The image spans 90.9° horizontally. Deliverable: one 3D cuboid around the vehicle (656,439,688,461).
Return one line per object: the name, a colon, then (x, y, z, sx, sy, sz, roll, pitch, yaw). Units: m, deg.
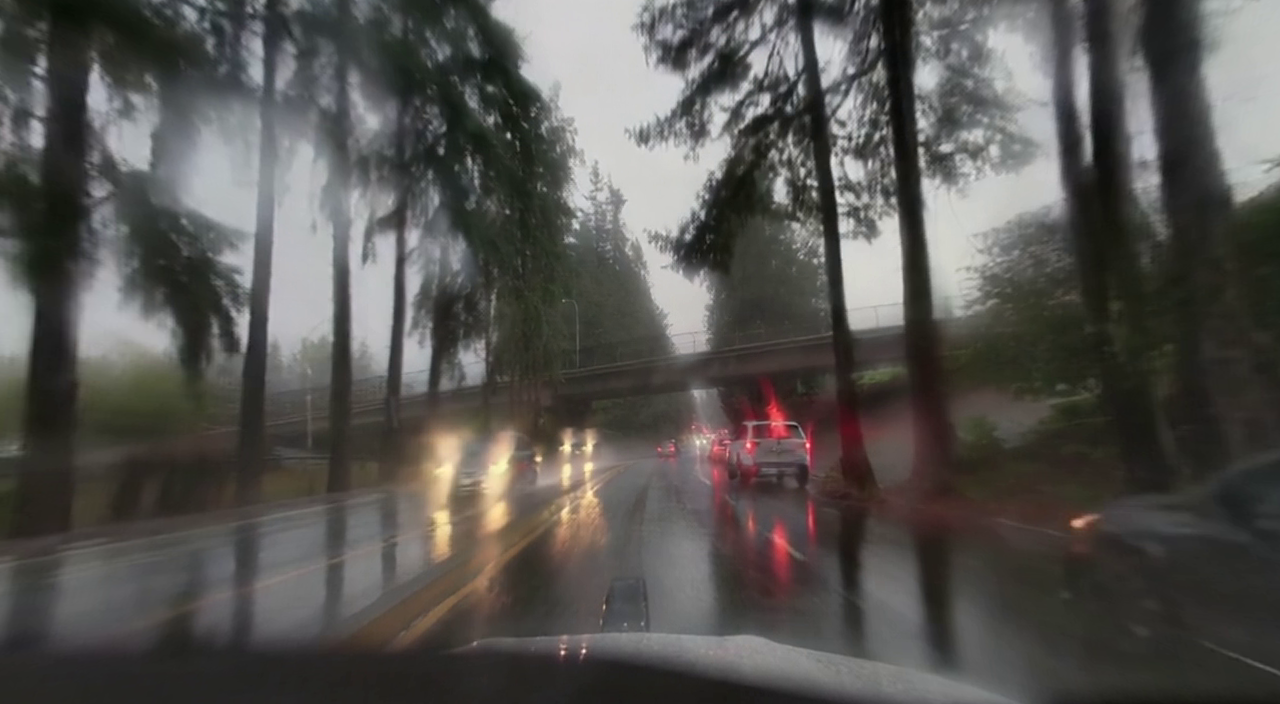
vehicle: (2.344, 7.090, 45.697, 2.078, 1.506, 4.058, -1, -8, 6)

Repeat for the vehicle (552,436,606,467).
vehicle: (-3.179, 5.297, 33.679, 2.009, 1.527, 4.119, -1, -8, 6)

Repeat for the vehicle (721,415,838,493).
vehicle: (3.830, 2.920, 18.343, 2.273, 1.944, 4.866, 0, -8, 0)

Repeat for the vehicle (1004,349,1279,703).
vehicle: (3.741, 0.836, 2.632, 1.938, 1.710, 4.249, 0, -8, 1)
